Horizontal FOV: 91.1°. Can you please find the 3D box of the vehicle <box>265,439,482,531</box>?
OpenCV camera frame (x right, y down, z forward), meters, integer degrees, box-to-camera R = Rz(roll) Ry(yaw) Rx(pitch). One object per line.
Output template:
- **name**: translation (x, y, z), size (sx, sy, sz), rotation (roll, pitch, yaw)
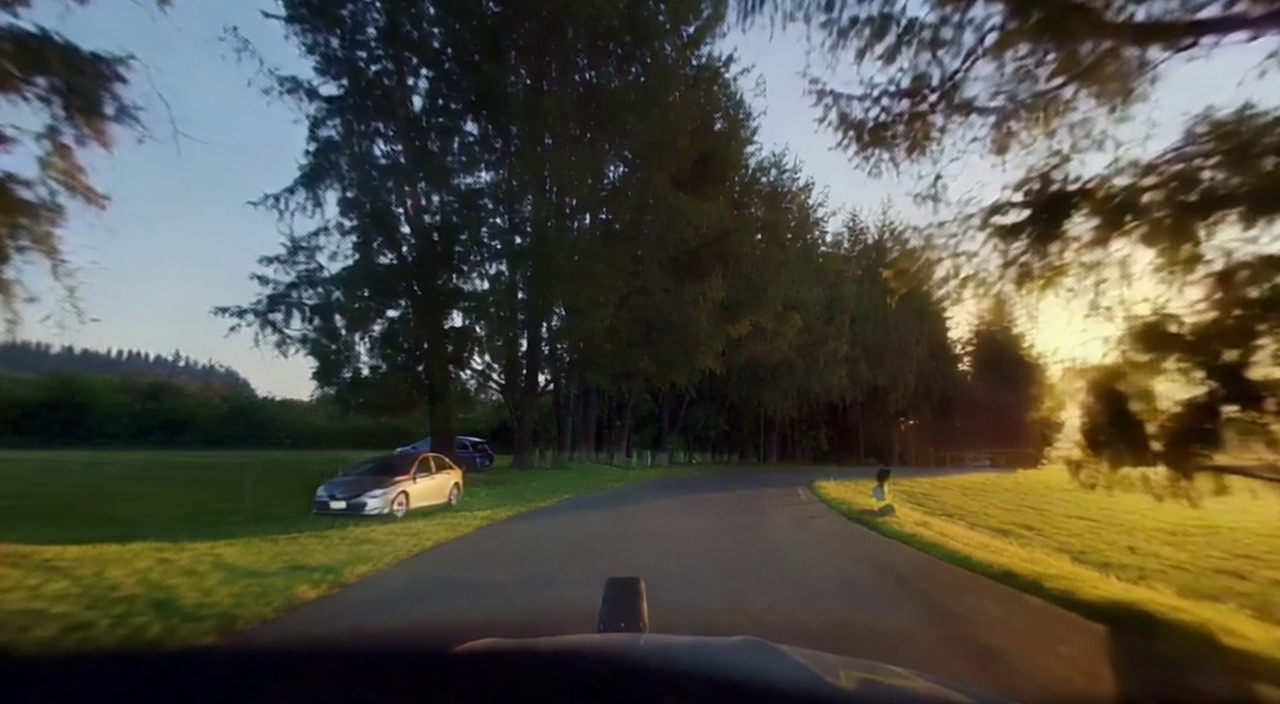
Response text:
- **vehicle**: translation (-5.115, 2.650, 13.037), size (2.166, 1.512, 4.822), rotation (0, -9, 3)
